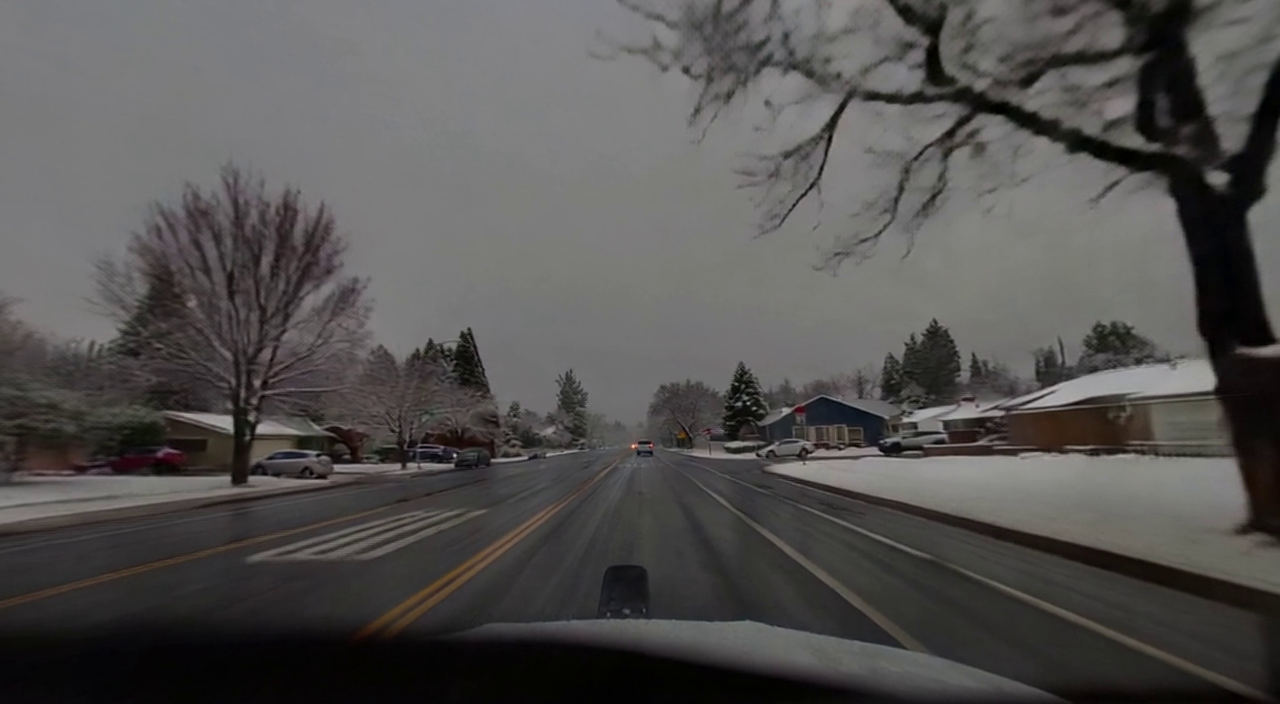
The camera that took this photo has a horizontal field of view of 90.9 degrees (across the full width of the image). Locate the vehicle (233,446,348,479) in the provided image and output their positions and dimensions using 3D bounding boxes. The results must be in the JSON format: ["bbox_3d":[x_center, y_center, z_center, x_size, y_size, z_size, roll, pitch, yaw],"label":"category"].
[{"bbox_3d":[-18.149,5.728,32.899,4.717,1.605,2.074,0,-8,-4],"label":"vehicle"}]

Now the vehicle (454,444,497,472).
[{"bbox_3d":[-12.369,7.957,47.609,1.965,1.653,4.488,-3,-6,1],"label":"vehicle"}]

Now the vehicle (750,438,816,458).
[{"bbox_3d":[11.077,7.494,49.136,4.818,1.525,2.163,-2,-8,9],"label":"vehicle"}]
